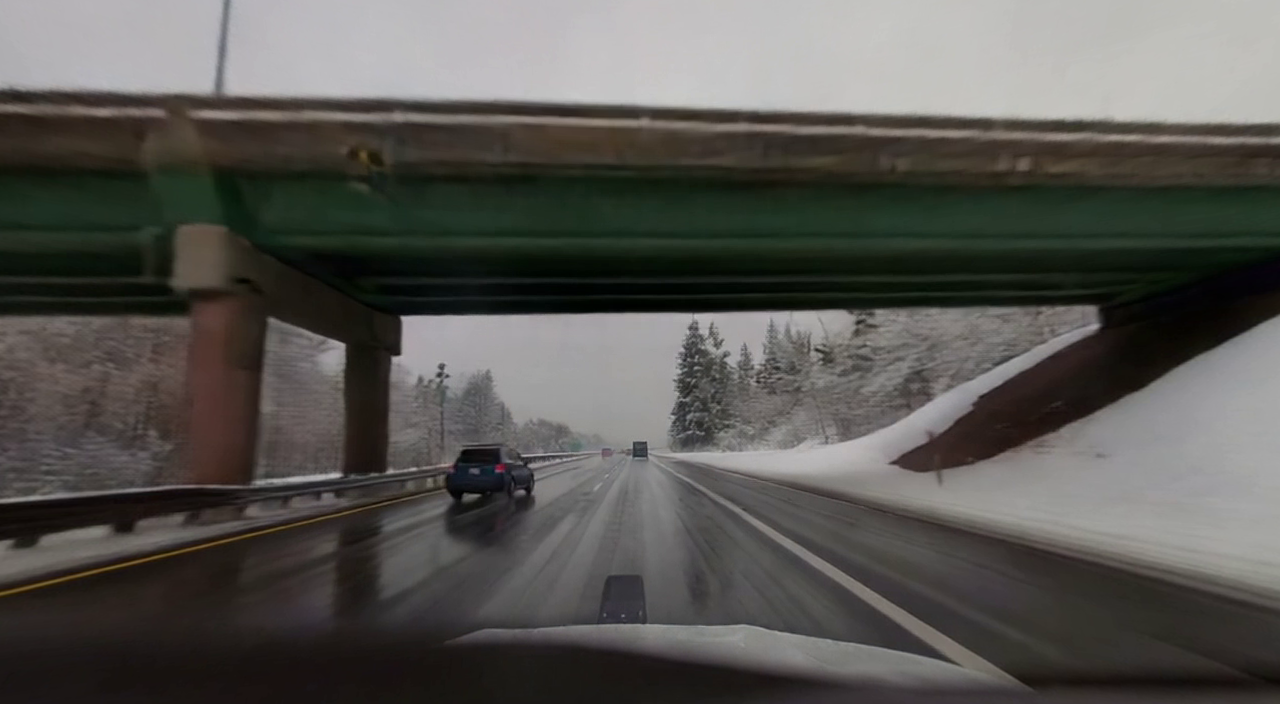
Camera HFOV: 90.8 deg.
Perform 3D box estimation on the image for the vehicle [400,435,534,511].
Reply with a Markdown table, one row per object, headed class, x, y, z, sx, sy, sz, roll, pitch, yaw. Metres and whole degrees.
| class | x | y | z | sx | sy | sz | roll | pitch | yaw |
| --- | --- | --- | --- | --- | --- | --- | --- | --- | --- |
| vehicle | -4.137 | 2.967 | 15.962 | 2.076 | 1.637 | 4.526 | 0 | -9 | 0 |
